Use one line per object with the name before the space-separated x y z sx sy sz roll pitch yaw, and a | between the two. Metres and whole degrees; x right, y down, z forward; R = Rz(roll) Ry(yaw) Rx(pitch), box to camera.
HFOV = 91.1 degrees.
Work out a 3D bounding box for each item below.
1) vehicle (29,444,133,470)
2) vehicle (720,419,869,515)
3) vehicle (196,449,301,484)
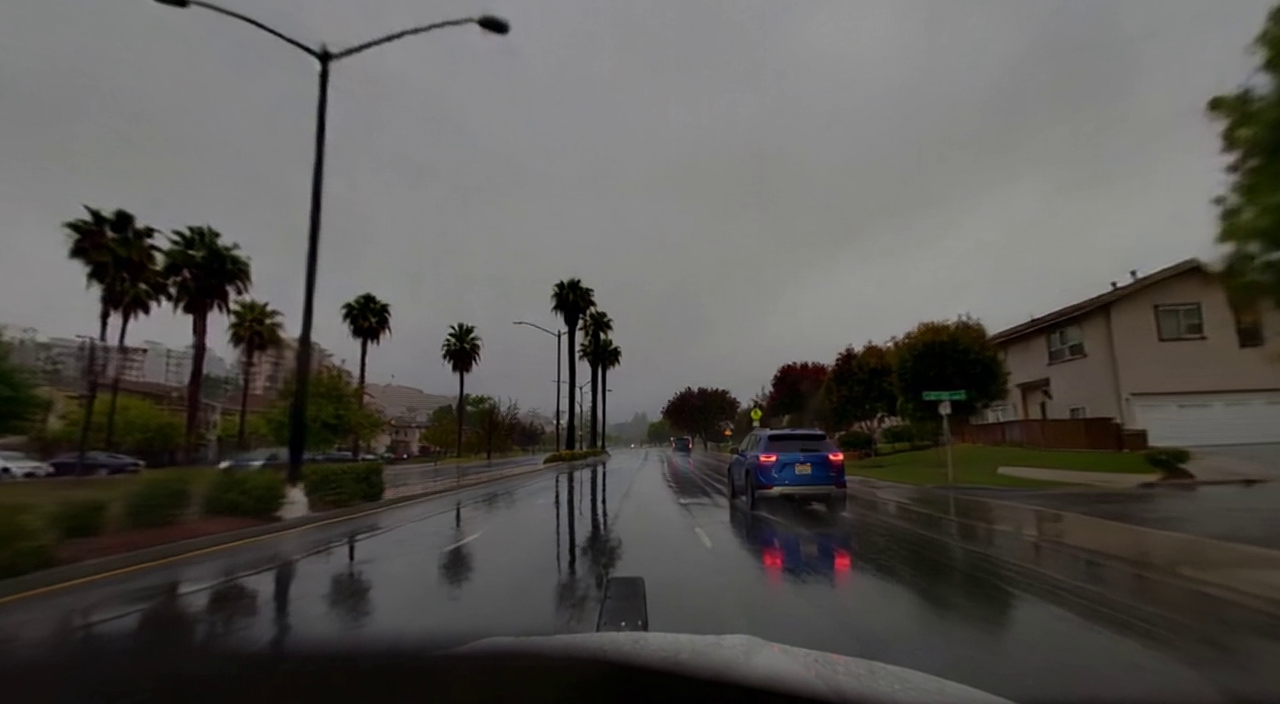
vehicle | -35.342 6.633 39.774 4.684 1.531 2.188 -1 -8 5
vehicle | 3.227 2.521 14.287 2.195 1.804 4.658 0 -8 0
vehicle | -18.530 5.428 30.006 1.900 1.476 4.746 0 -8 1
